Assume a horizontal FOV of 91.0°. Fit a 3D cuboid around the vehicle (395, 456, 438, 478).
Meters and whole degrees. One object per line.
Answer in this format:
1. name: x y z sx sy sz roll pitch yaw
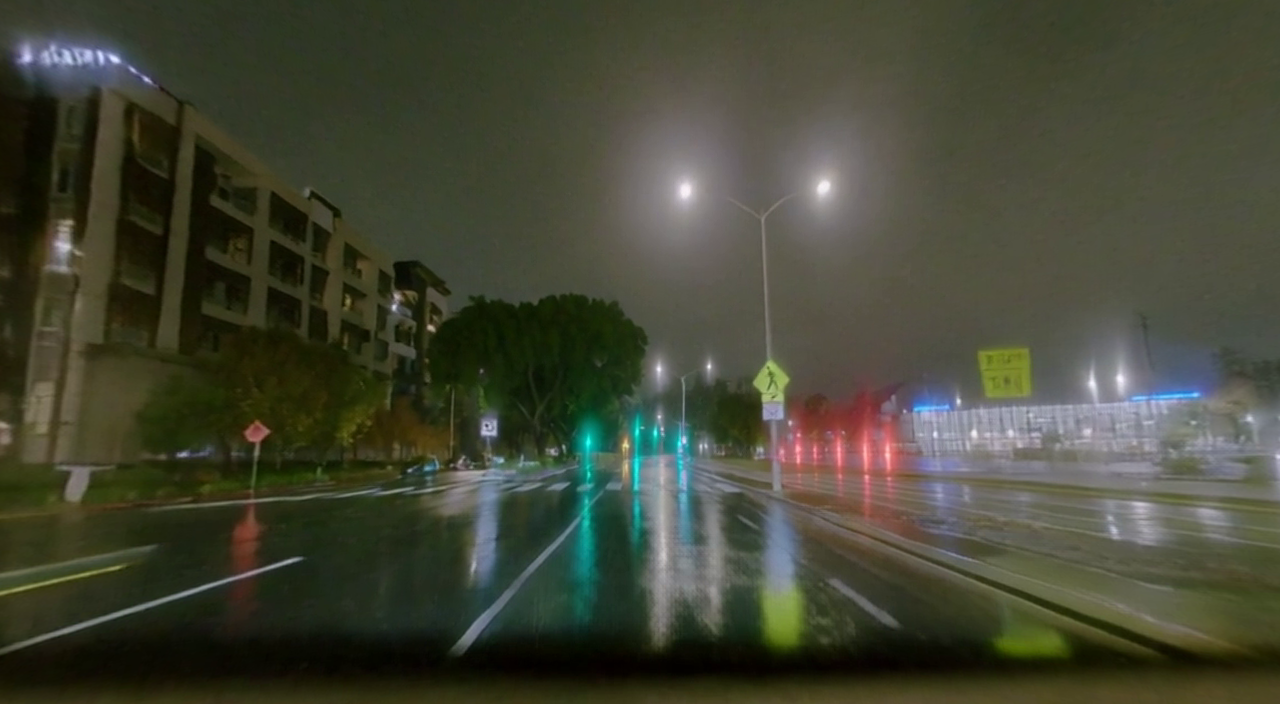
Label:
1. vehicle: -16.693 8.604 47.229 1.810 1.478 4.233 -3 -10 -1
